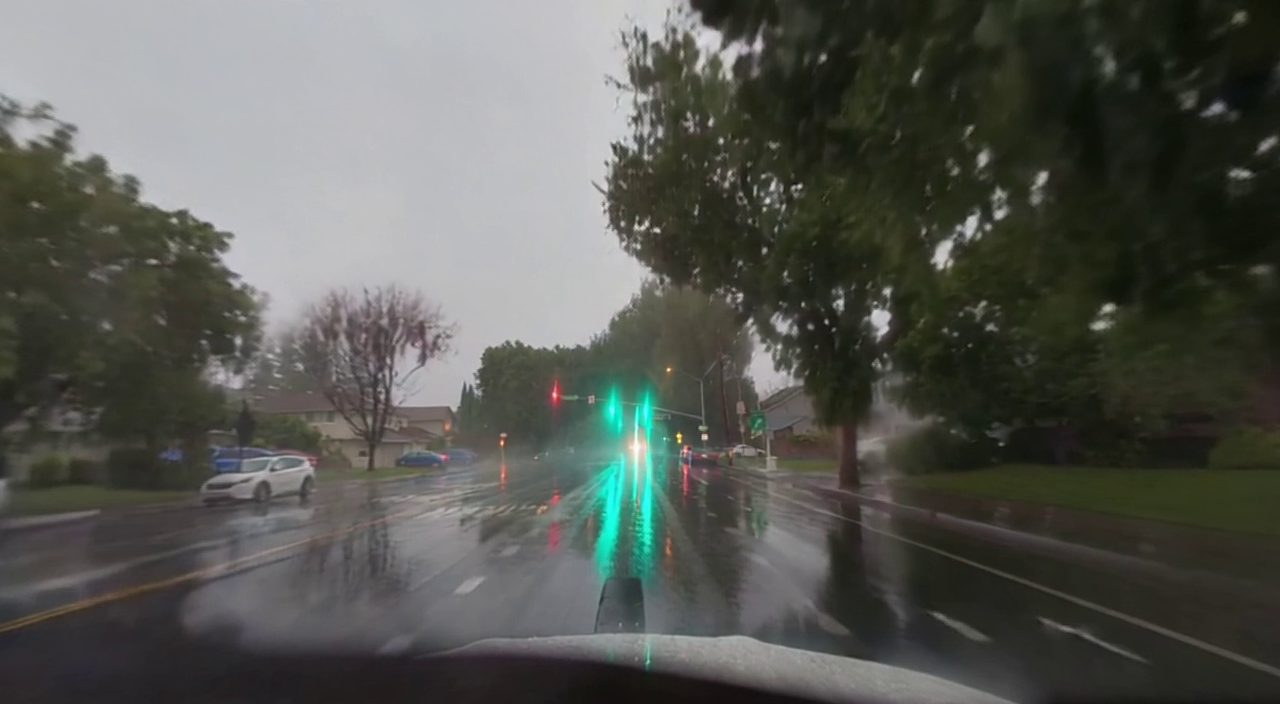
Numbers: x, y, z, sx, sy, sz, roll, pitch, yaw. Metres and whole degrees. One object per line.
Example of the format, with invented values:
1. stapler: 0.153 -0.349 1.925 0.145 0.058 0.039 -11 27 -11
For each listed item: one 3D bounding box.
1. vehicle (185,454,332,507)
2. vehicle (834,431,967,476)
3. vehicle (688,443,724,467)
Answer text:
1. vehicle: -12.145 4.104 20.479 1.888 1.477 4.629 -1 -10 0
2. vehicle: 11.298 4.426 27.576 4.880 1.842 2.069 0 -9 -1
3. vehicle: 5.125 8.073 49.529 2.164 1.729 4.488 0 -9 -2
